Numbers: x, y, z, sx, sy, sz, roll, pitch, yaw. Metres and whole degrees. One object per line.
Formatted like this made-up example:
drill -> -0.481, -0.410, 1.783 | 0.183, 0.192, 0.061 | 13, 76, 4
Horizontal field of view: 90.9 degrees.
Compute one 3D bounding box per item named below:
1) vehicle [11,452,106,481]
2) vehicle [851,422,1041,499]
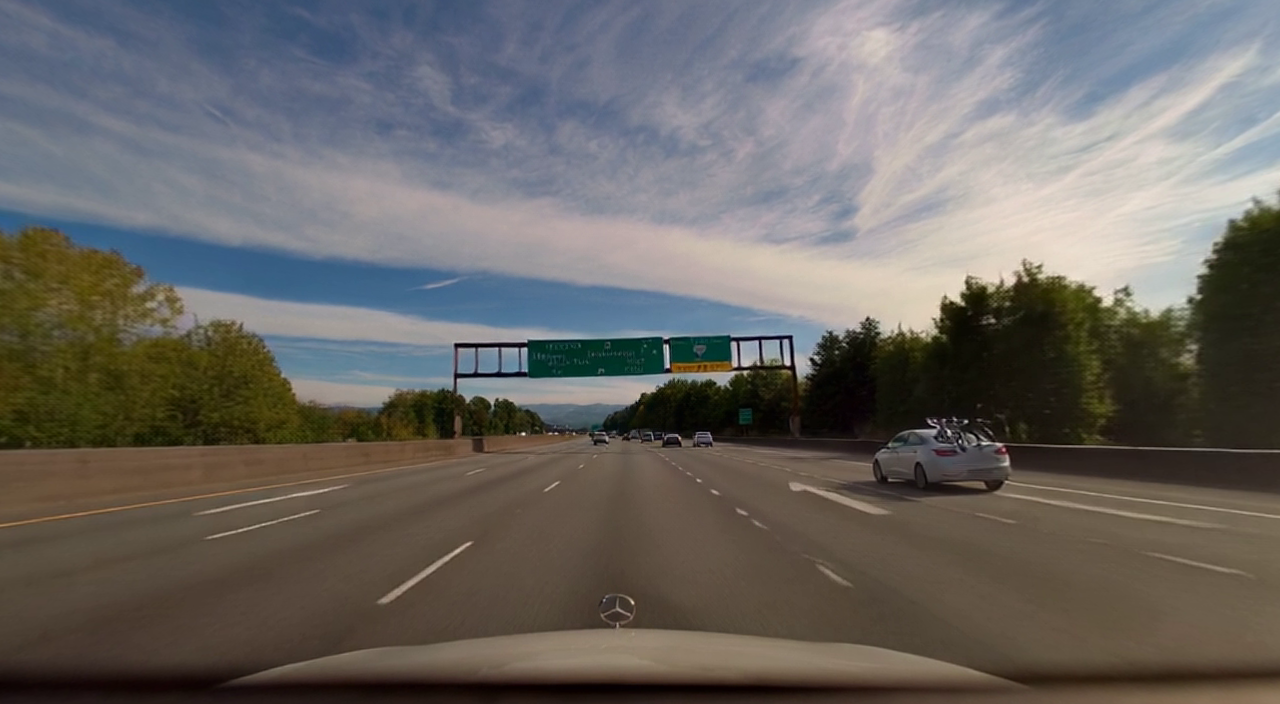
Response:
vehicle -> -36.094, 7.096, 39.292 | 1.897, 1.560, 4.672 | 1, -8, -7
vehicle -> 6.908, 2.468, 14.981 | 2.034, 1.511, 4.785 | 0, -7, -1
